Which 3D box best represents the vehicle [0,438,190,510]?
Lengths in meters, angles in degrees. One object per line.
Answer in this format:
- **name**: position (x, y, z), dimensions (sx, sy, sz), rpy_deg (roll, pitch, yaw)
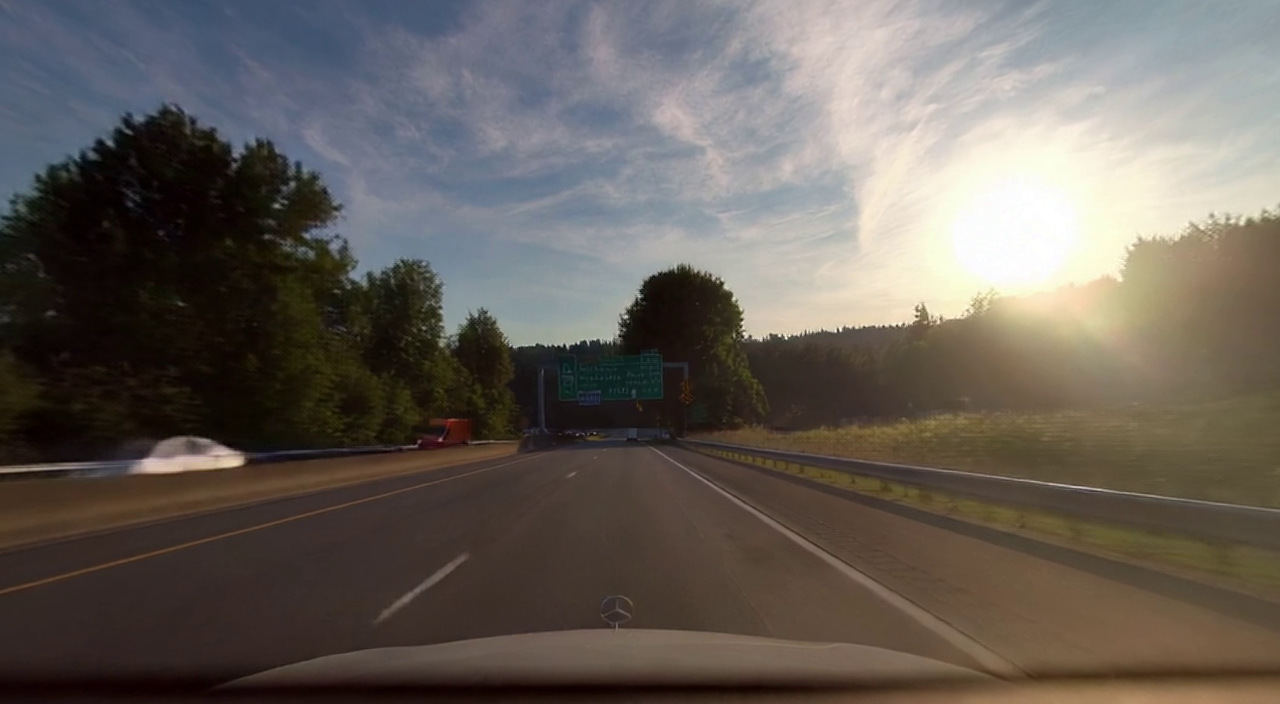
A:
- **vehicle**: position (-12.565, 2.705, 14.523), dimensions (1.671, 1.412, 3.718), rpy_deg (0, -8, -2)
